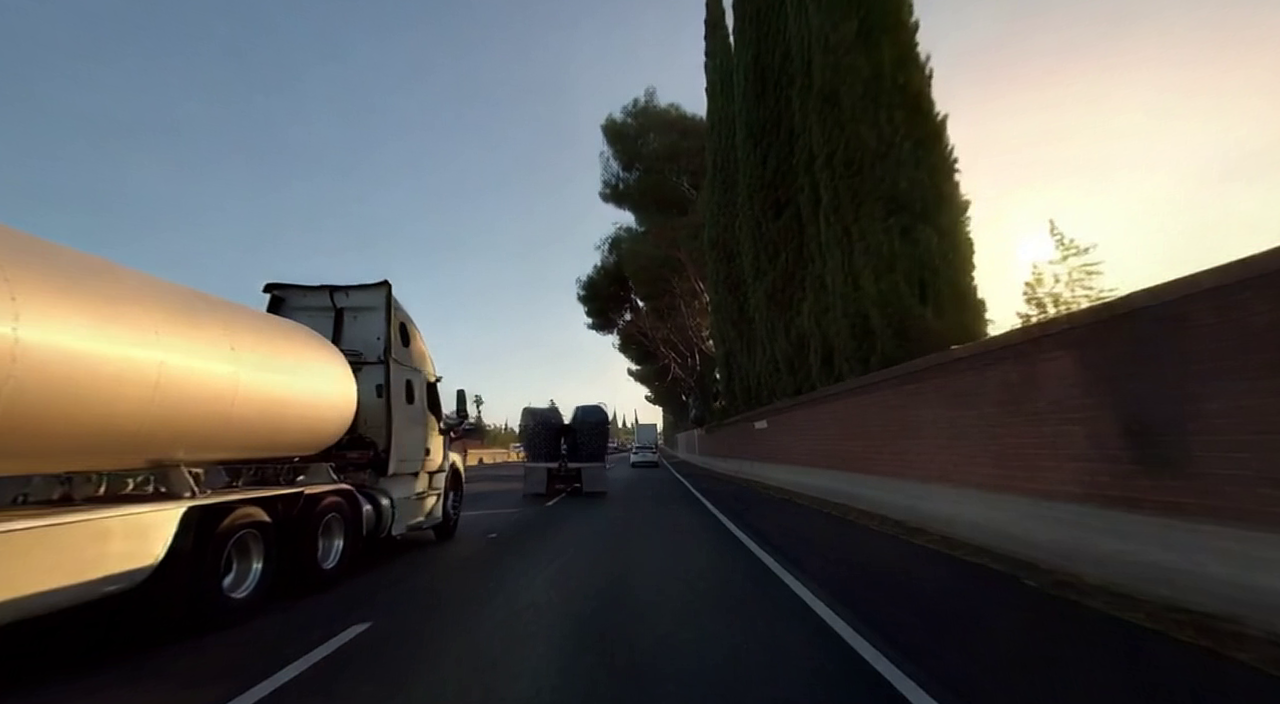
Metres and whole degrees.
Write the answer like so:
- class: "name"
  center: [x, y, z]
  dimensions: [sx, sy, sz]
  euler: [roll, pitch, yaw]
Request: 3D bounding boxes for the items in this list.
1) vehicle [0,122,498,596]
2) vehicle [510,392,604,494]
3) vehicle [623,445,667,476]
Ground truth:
- class: "vehicle"
  center: [-4.096, 0.383, 8.159]
  dimensions: [2.998, 3.992, 5.800]
  euler: [0, -8, 1]
- class: "vehicle"
  center: [-2.831, 3.361, 23.395]
  dimensions: [2.798, 3.071, 8.412]
  euler: [1, -8, -4]
- class: "vehicle"
  center: [0.212, 5.435, 31.947]
  dimensions: [2.041, 1.462, 4.548]
  euler: [0, -8, -1]
